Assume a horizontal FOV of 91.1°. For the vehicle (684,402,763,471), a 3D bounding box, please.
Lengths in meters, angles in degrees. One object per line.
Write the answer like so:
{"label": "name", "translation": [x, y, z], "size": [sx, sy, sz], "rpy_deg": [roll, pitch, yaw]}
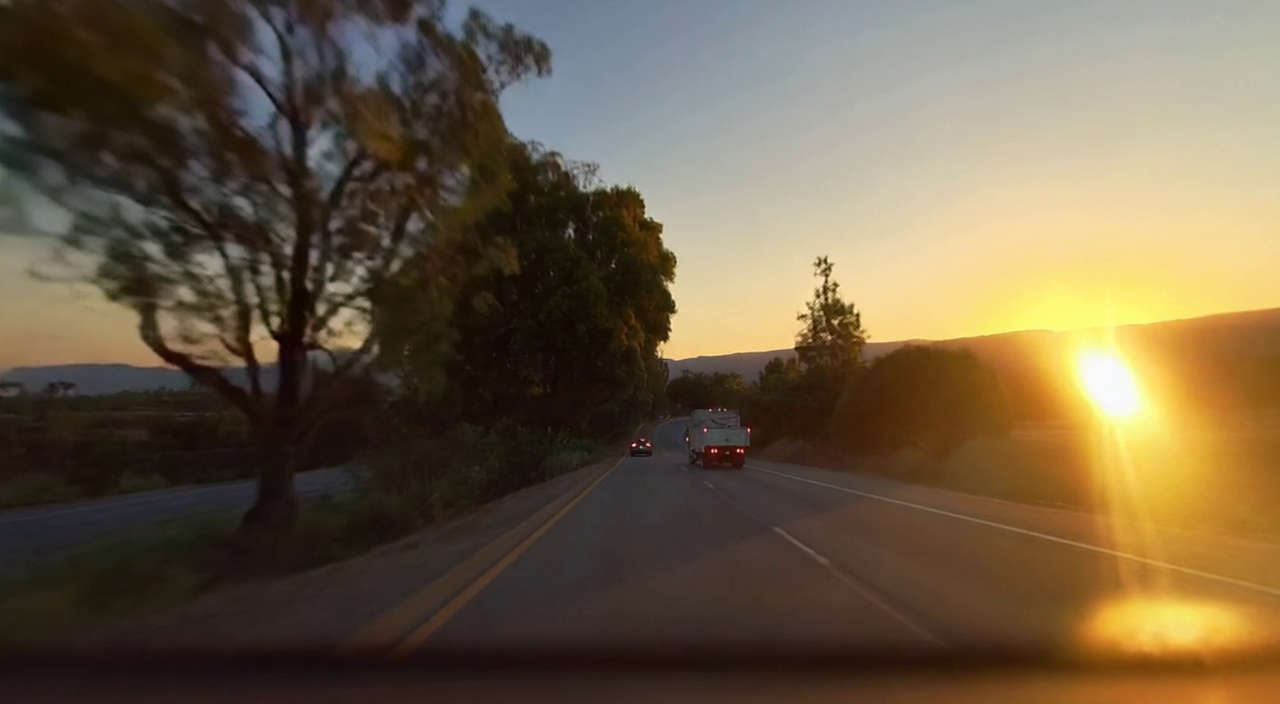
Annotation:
{"label": "vehicle", "translation": [4.211, 4.564, 33.480], "size": [3.015, 3.211, 7.982], "rpy_deg": [0, -9, -1]}

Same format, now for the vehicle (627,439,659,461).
{"label": "vehicle", "translation": [0.214, 7.010, 44.991], "size": [2.170, 1.544, 4.373], "rpy_deg": [0, -9, 0]}
